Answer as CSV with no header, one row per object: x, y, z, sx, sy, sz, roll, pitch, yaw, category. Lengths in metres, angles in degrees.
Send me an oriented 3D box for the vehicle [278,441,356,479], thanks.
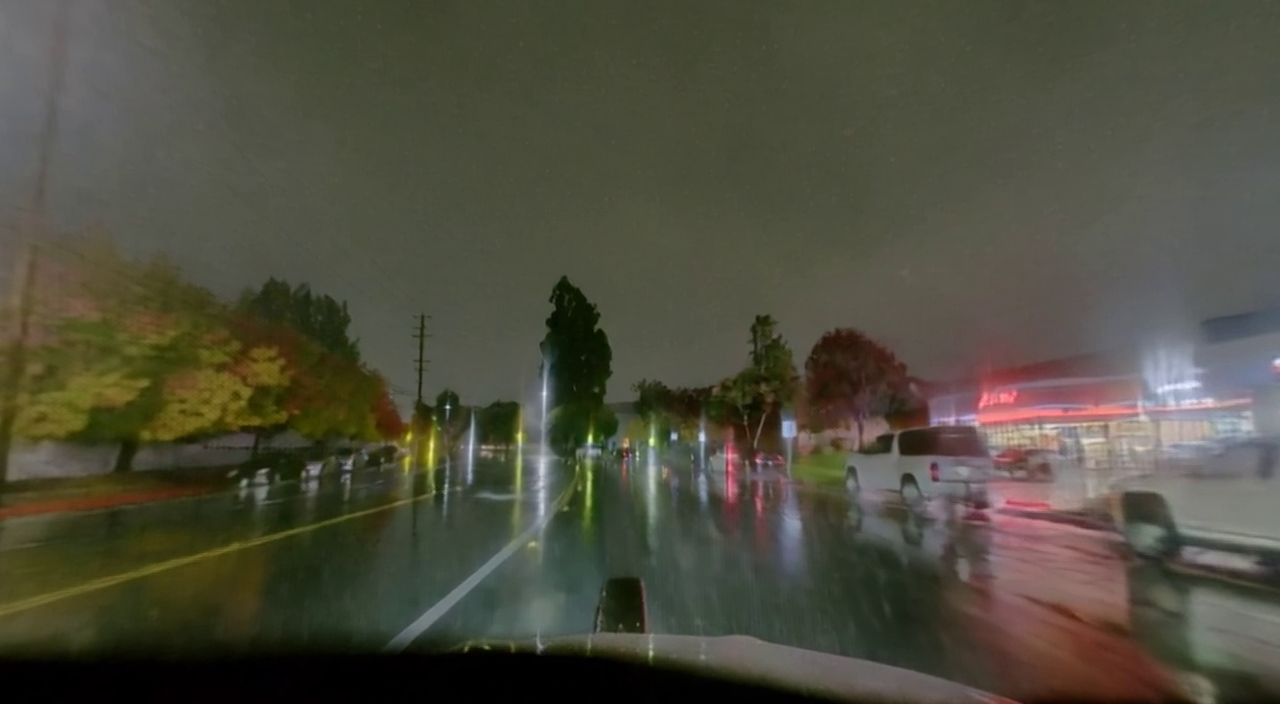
-16.038,5.372,31.652,1.927,1.748,4.474,1,-9,-7,vehicle

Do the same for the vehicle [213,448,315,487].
-15.610,4.768,26.549,2.027,1.470,4.550,1,-9,-9,vehicle

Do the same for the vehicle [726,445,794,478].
5.946,5.488,31.882,1.872,1.515,4.799,1,-9,-8,vehicle

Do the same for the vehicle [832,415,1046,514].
7.391,2.874,16.713,2.543,2.114,5.984,0,-9,-2,vehicle

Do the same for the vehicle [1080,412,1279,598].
7.523,1.519,6.314,2.425,1.818,5.028,0,-9,-3,vehicle
